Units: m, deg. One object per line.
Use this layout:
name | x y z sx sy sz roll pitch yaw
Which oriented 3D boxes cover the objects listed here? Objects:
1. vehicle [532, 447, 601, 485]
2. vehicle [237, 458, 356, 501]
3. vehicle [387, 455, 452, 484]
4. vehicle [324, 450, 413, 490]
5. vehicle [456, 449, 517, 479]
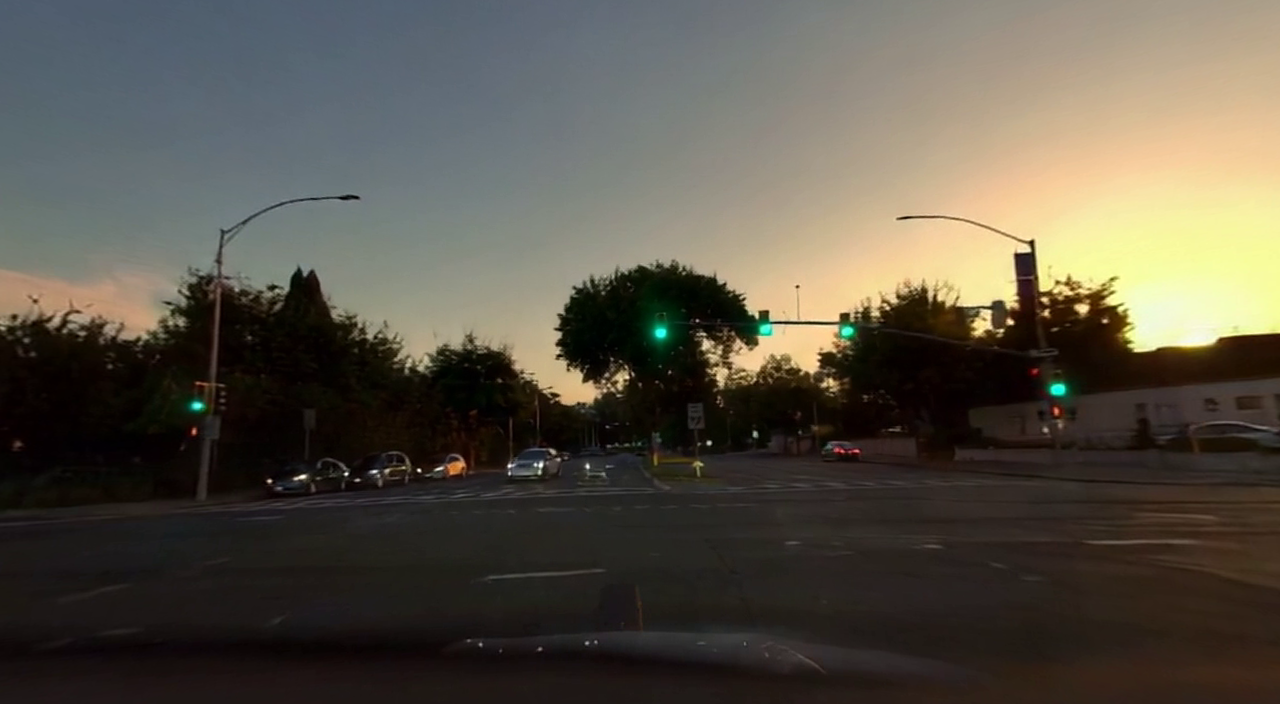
vehicle | -3.065 4.894 27.274 2.154 1.501 4.416 -1 -9 5
vehicle | -13.879 5.139 25.752 2.055 1.506 4.663 -1 -9 3
vehicle | -12.954 6.905 37.220 1.804 1.486 4.625 -1 -9 5
vehicle | -13.496 5.863 31.620 1.960 1.819 5.018 -1 -9 3
vehicle | -9.448 6.908 39.083 2.126 1.709 5.095 -1 -9 5
